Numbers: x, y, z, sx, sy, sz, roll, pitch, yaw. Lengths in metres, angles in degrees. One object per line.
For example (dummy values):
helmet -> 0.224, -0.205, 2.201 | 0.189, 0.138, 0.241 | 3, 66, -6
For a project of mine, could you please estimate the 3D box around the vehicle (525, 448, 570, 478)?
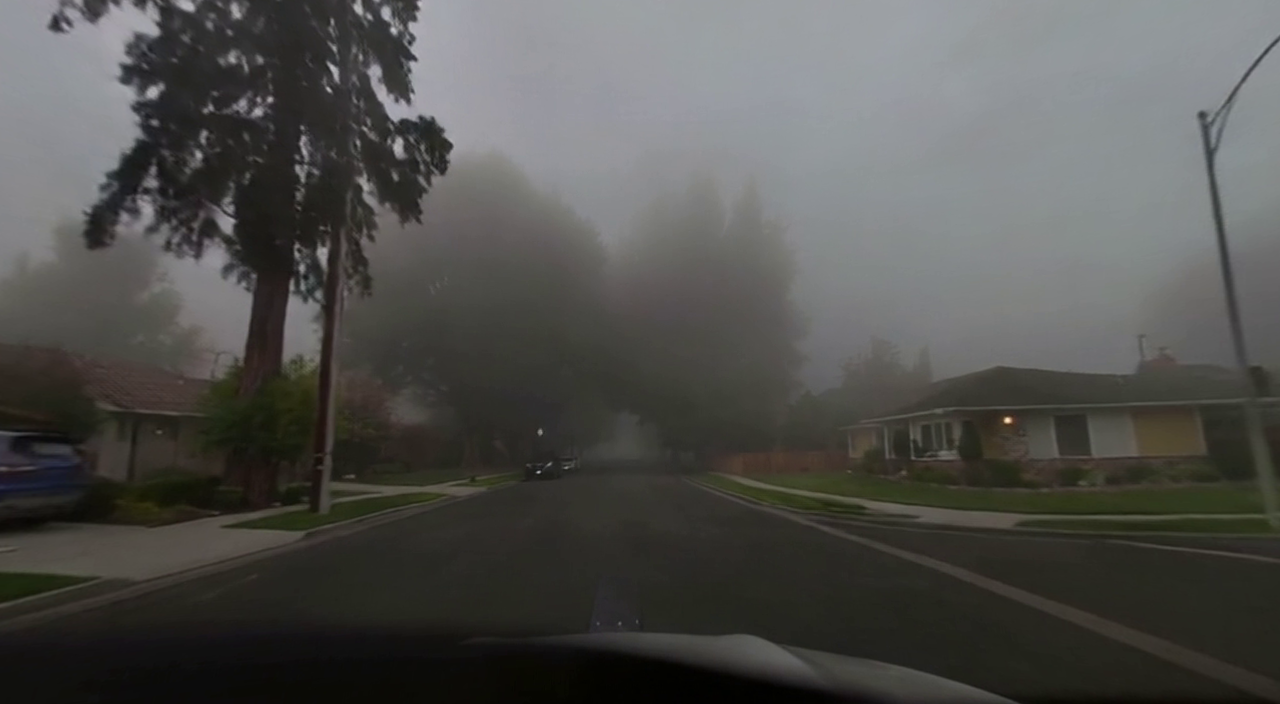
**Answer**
vehicle -> -6.154, 7.469, 42.729 | 2.341, 1.886, 5.684 | 1, -9, -2

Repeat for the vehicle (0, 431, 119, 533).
vehicle -> -14.245, 2.446, 12.258 | 5.863, 1.773, 2.451 | 1, -9, -4
